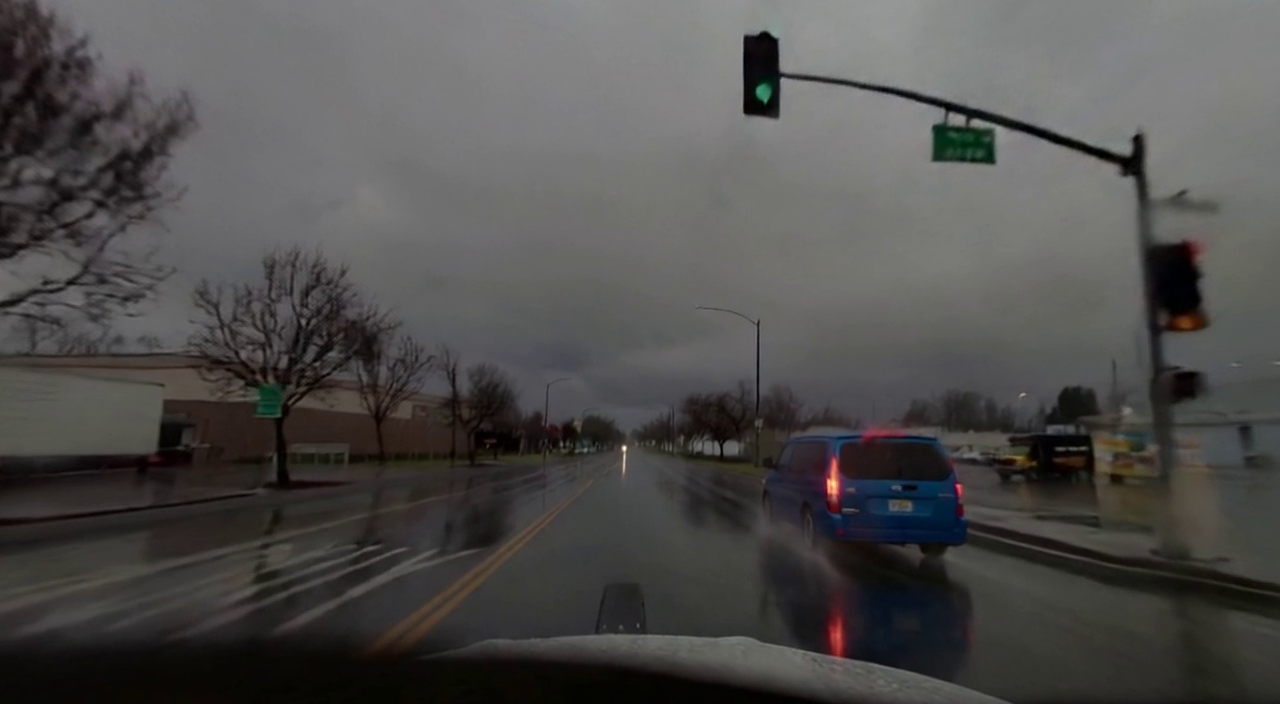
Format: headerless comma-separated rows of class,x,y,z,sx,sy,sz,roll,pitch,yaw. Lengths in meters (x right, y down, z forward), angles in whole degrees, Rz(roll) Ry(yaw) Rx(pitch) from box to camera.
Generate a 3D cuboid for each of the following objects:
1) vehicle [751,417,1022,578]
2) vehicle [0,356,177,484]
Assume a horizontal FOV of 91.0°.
vehicle,3.316,2.091,9.829,2.202,1.822,4.826,1,-9,-1
vehicle,-20.314,2.463,21.212,3.337,3.644,7.945,1,-10,-1
